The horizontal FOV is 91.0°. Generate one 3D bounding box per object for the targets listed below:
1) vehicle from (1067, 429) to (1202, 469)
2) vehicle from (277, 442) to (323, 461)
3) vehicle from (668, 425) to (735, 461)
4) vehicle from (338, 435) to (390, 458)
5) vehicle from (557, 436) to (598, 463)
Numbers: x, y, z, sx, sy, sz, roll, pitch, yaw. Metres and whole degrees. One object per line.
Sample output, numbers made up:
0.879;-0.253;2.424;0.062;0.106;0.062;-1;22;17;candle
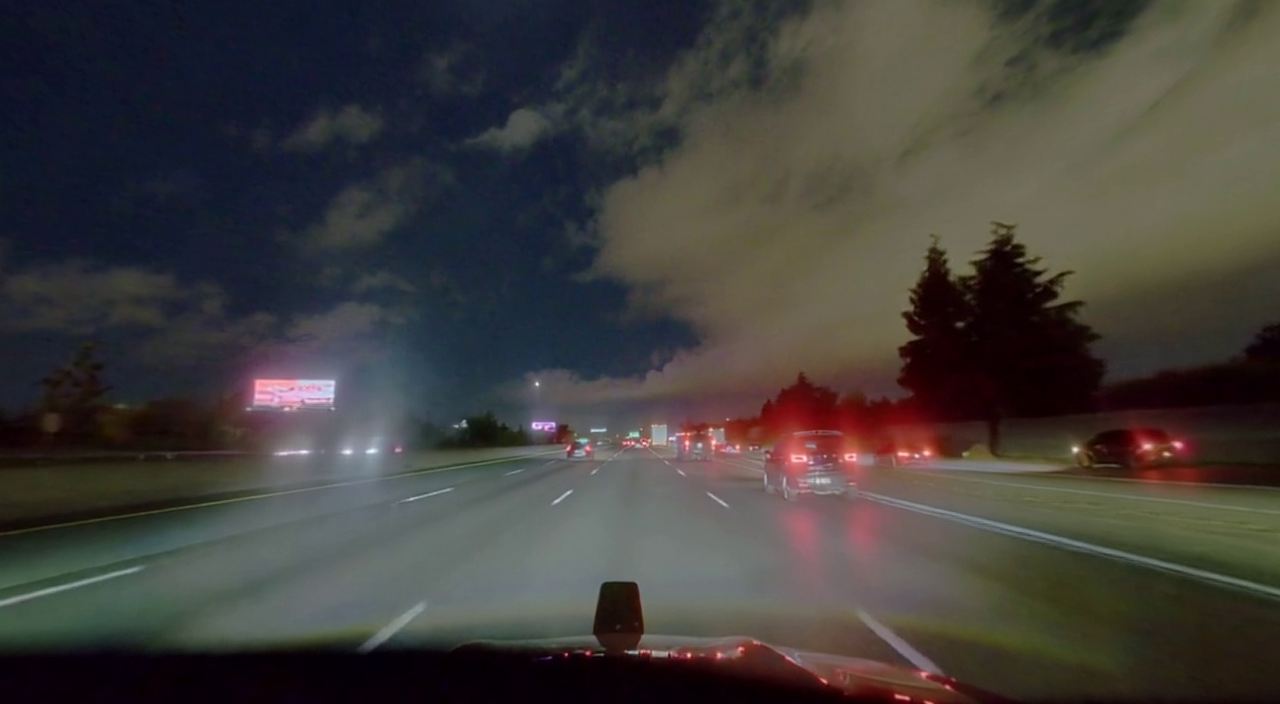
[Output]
25.588;5.055;32.815;2.139;1.881;5.005;4;-9;-22;vehicle
-24.944;7.285;46.249;1.467;1.343;3.337;0;-9;0;vehicle
3.800;6.230;43.001;3.042;2.004;14.051;0;-8;-1;vehicle
-17.861;6.128;40.872;1.696;1.425;3.560;0;-8;0;vehicle
-3.698;5.868;37.969;2.066;1.500;4.415;0;-8;0;vehicle
